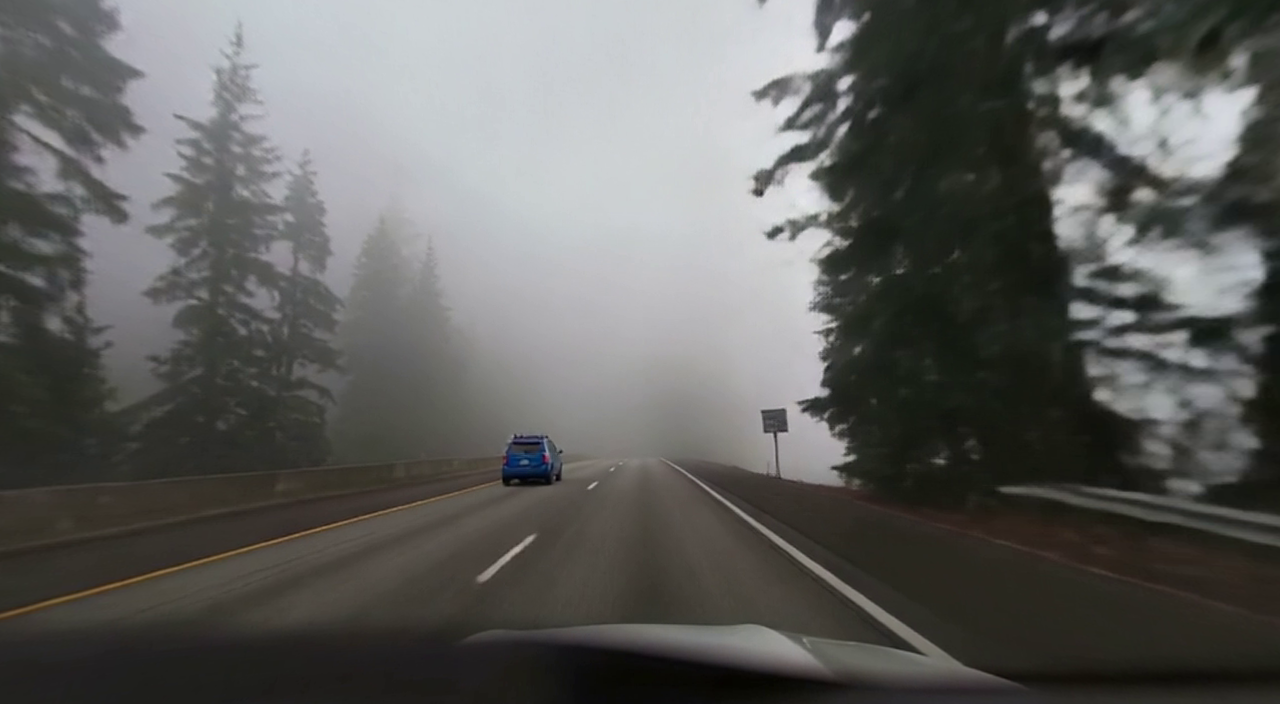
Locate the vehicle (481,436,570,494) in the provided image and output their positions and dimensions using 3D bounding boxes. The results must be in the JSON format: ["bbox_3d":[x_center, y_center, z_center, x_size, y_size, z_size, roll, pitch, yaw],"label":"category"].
[{"bbox_3d":[-3.739,3.753,21.382,2.084,1.752,4.479,0,-8,2],"label":"vehicle"}]
